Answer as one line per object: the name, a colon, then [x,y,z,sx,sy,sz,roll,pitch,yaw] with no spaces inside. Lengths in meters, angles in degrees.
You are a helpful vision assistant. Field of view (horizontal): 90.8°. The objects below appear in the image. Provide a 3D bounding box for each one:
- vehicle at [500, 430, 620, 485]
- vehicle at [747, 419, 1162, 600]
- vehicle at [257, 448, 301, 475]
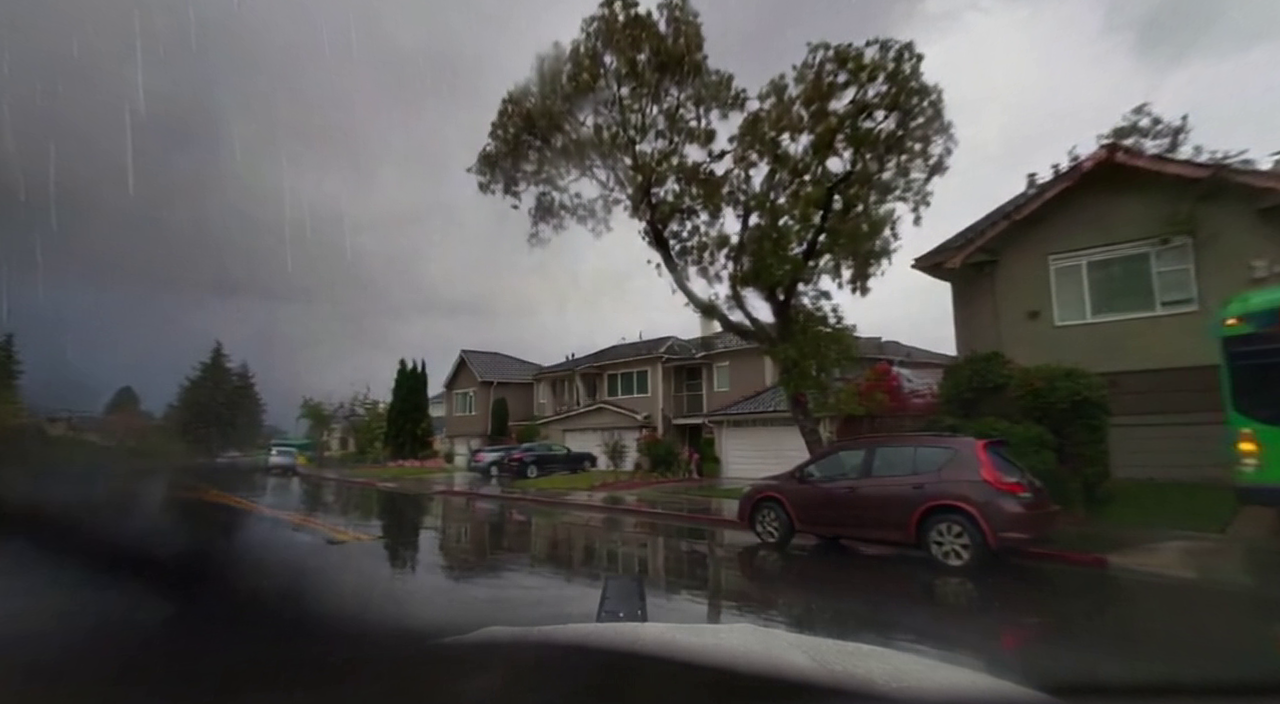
vehicle: [-3.144,4.138,25.235,4.431,1.873,1.920,4,-9,-41]
vehicle: [3.781,1.842,8.376,1.934,1.697,4.432,7,-11,-40]
vehicle: [-23.729,7.152,41.443,1.984,1.601,3.994,6,-10,-34]
